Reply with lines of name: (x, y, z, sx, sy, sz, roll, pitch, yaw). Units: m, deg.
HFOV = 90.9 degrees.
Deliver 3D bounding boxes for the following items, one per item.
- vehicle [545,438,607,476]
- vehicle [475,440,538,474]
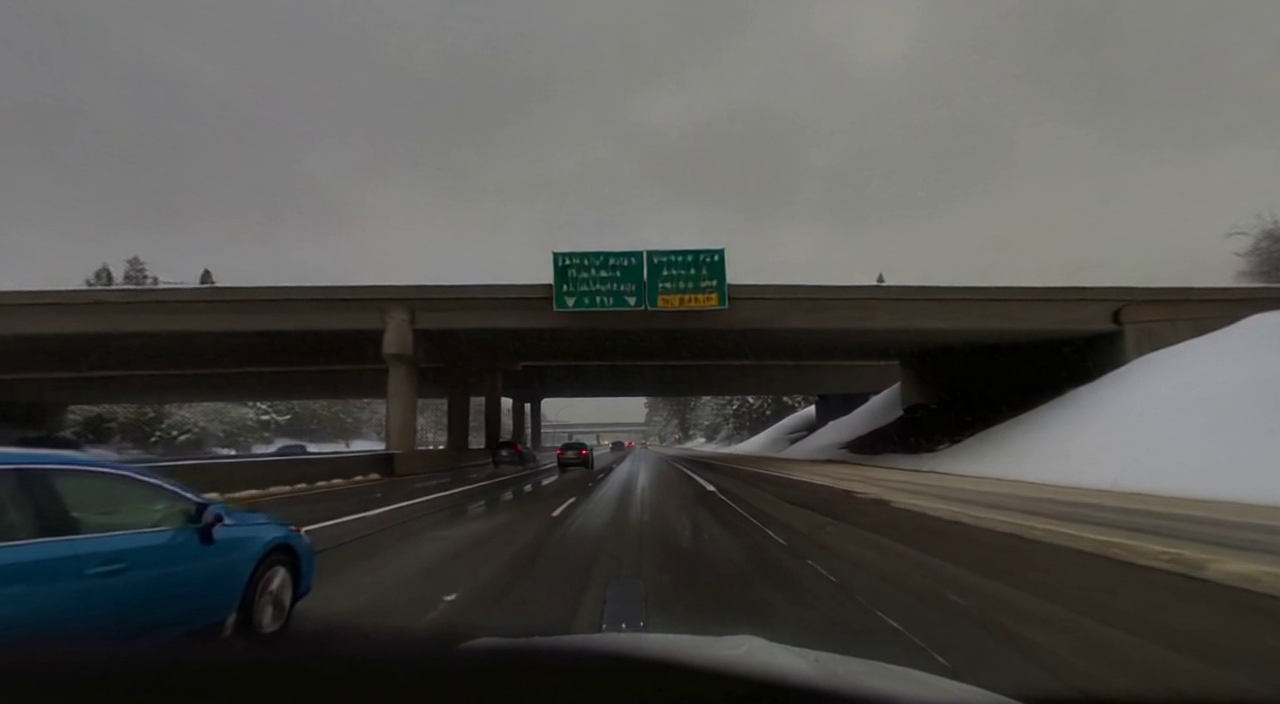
vehicle: (-2.858, 4.824, 29.216, 2.210, 1.628, 4.586, -1, -8, 2)
vehicle: (-6.593, 5.259, 31.755, 2.069, 1.551, 4.830, 0, -8, 1)
